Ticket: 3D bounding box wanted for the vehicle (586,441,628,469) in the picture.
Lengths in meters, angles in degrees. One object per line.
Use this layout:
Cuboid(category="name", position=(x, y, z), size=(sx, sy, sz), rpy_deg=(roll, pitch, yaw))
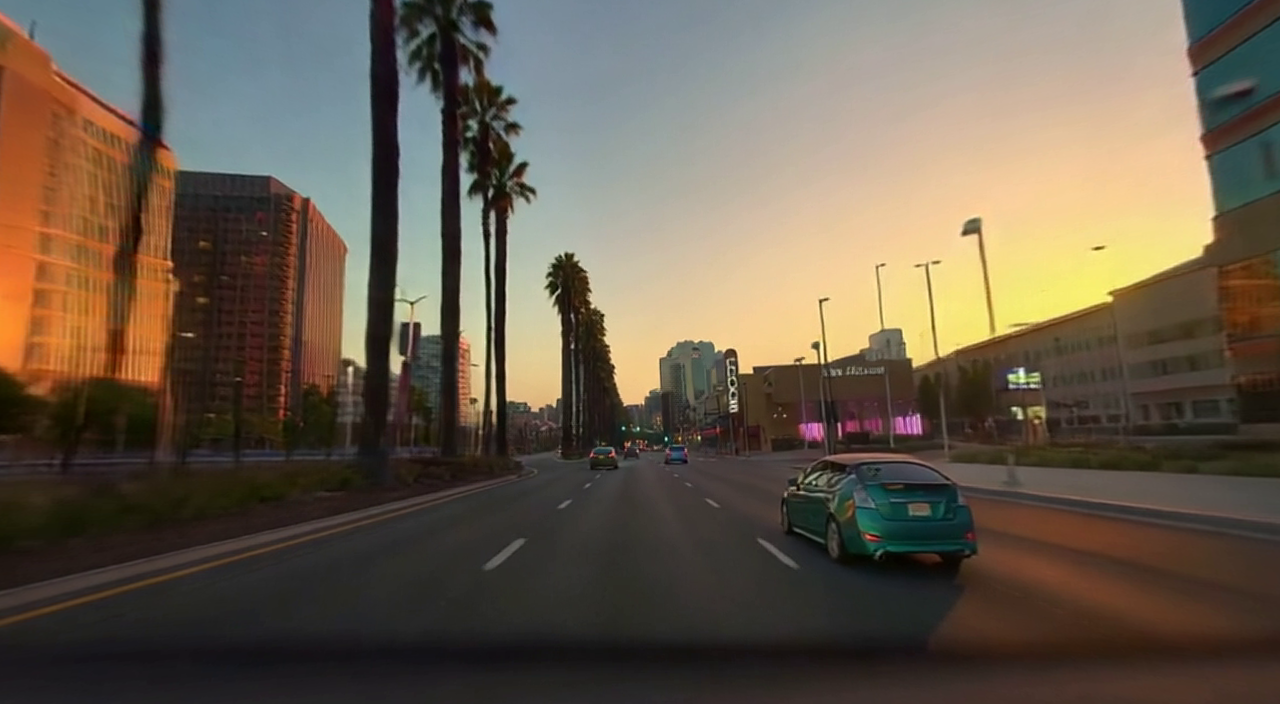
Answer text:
Cuboid(category="vehicle", position=(-1.984, 6.440, 39.560), size=(2.160, 1.615, 4.117), rpy_deg=(-1, -9, 4))
